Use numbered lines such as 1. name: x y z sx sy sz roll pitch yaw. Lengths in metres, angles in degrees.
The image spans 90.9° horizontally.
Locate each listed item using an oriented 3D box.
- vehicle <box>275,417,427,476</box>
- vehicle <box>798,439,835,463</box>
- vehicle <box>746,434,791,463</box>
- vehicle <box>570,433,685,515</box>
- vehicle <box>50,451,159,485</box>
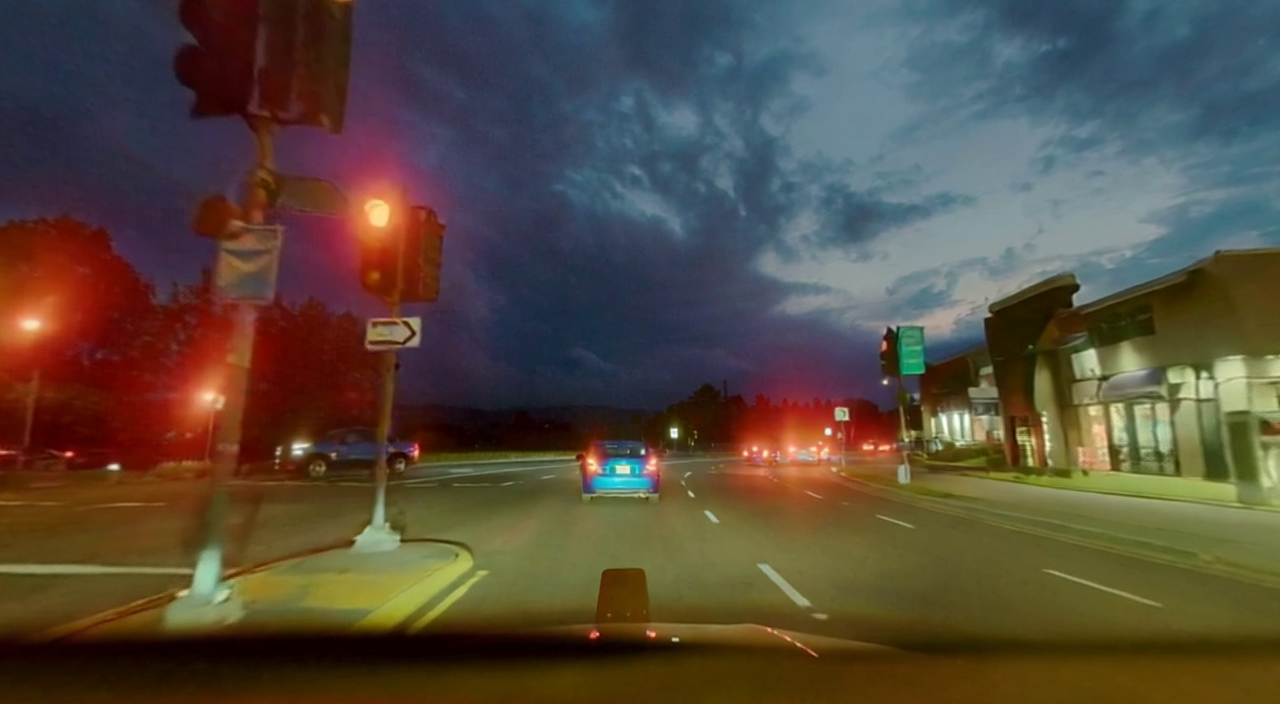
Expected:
1. vehicle: -15.004 4.990 33.420 2.287 2.780 7.166 -5 -10 31
2. vehicle: 12.292 6.874 43.741 1.822 1.555 3.574 -4 -9 25
3. vehicle: 8.691 6.468 42.303 2.212 1.790 4.768 -3 -9 20
4. vehicle: -0.278 2.541 13.636 2.118 1.480 3.949 0 -9 -1
5. vehicle: -20.056 4.330 23.690 1.259 1.181 2.744 -4 -10 22
